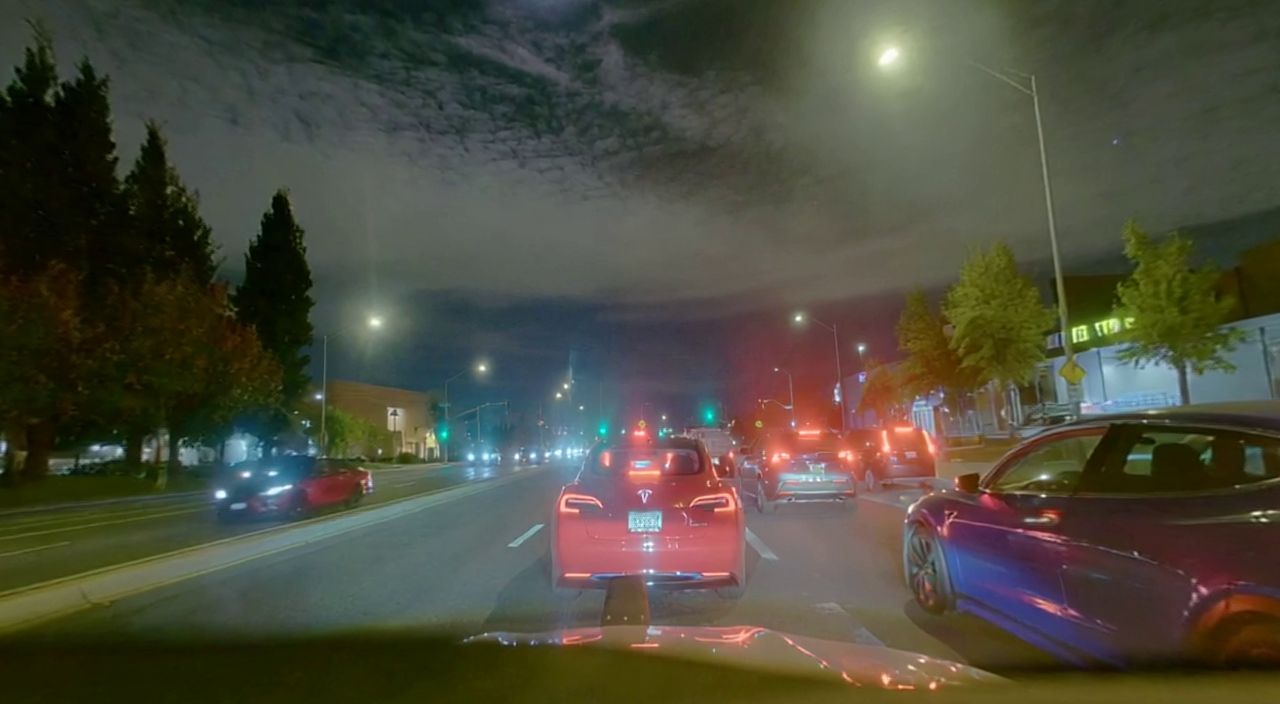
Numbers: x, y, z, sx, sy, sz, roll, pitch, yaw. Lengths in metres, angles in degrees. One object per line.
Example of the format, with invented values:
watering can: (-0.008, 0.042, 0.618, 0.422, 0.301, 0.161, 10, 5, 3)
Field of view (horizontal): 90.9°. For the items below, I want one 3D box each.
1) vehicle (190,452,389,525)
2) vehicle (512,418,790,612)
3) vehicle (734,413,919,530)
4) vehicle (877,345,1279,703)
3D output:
vehicle: (-7.910, 3.080, 14.859, 2.089, 1.381, 4.477, 0, -8, 0)
vehicle: (0.101, 1.553, 6.911, 2.137, 1.488, 3.938, 0, -8, 1)
vehicle: (3.162, 2.128, 11.773, 2.088, 1.769, 4.283, 0, -8, -1)
vehicle: (3.183, 0.999, 3.432, 2.038, 1.651, 4.455, 0, -8, 0)
